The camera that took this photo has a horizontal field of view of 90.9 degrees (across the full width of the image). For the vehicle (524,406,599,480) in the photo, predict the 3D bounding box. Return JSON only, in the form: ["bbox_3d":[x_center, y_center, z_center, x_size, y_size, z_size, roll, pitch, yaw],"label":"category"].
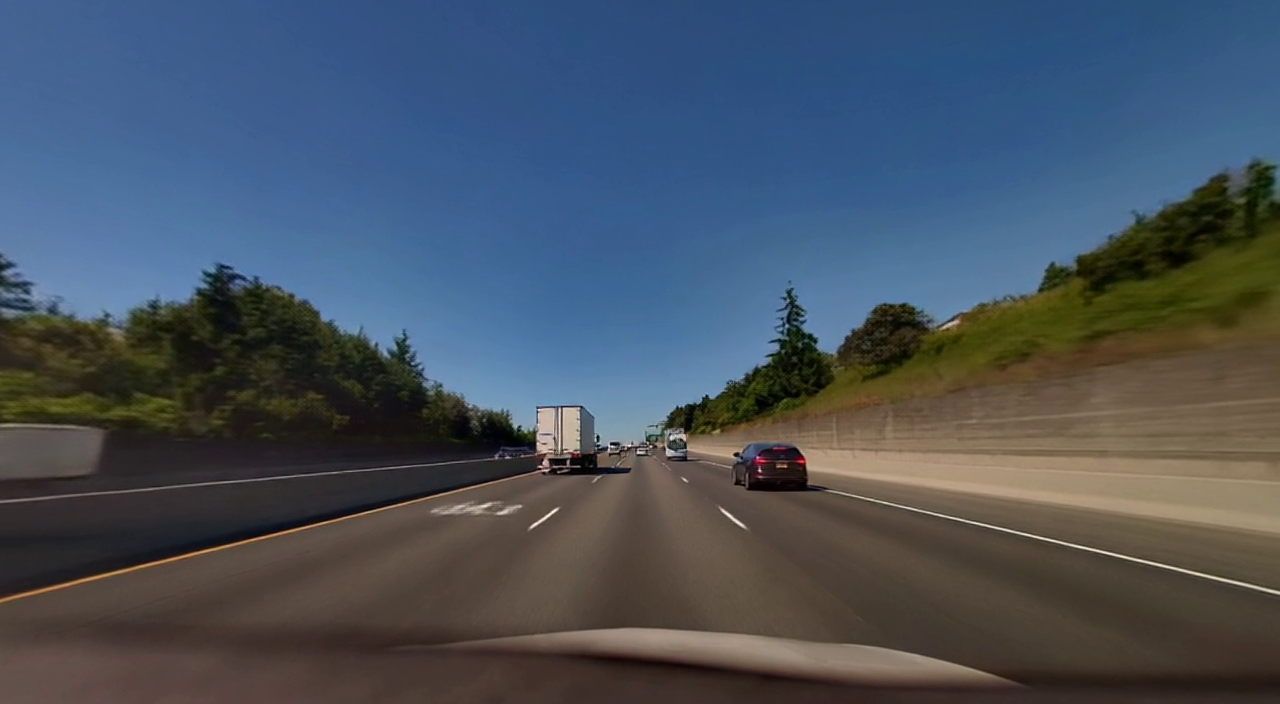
[{"bbox_3d":[-3.607,4.473,30.771,2.667,3.195,6.731,0,-9,1],"label":"vehicle"}]

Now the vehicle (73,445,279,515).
[{"bbox_3d":[-11.057,3.045,15.471,1.924,1.478,3.996,0,-9,1],"label":"vehicle"}]

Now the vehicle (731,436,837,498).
[{"bbox_3d":[3.928,3.219,17.917,1.983,1.545,4.038,0,-9,-1],"label":"vehicle"}]
